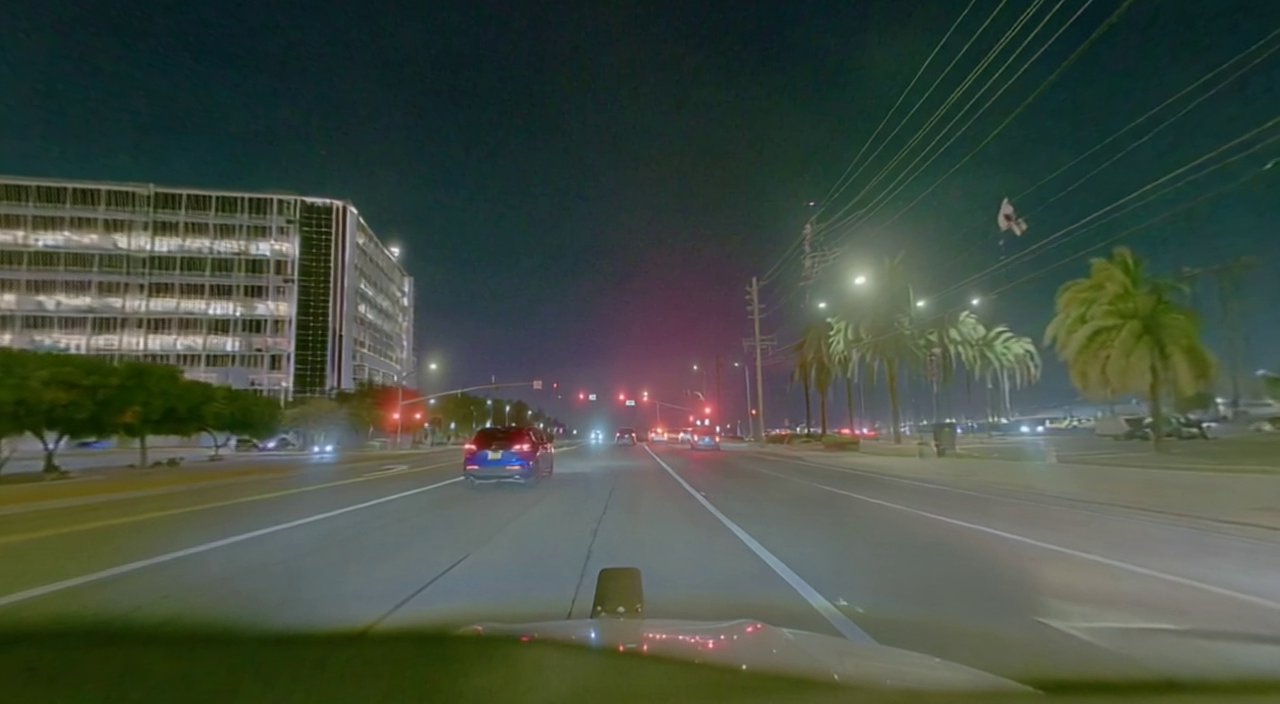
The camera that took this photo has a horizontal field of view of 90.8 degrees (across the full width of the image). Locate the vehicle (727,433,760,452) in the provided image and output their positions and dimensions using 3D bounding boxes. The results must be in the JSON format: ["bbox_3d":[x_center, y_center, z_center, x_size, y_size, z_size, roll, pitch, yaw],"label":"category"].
[{"bbox_3d":[8.048,7.113,49.445,1.897,1.390,4.391,0,-8,1],"label":"vehicle"}]

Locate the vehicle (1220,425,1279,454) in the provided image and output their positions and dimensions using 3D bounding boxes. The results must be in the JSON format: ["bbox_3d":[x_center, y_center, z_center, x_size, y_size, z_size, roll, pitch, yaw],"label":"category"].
[{"bbox_3d":[33.341,4.595,33.063,4.327,1.474,1.963,1,-9,-10],"label":"vehicle"}]

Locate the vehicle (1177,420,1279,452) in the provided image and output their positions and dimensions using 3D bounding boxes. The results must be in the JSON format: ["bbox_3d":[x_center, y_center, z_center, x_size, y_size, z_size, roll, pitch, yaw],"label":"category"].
[{"bbox_3d":[33.092,4.729,35.466,4.393,1.718,1.961,1,-9,-10],"label":"vehicle"}]

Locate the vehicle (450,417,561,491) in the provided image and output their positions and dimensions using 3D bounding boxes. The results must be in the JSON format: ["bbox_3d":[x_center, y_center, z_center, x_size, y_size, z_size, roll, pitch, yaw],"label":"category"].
[{"bbox_3d":[-3.549,2.816,17.591,2.136,1.779,4.417,0,-8,0],"label":"vehicle"}]
